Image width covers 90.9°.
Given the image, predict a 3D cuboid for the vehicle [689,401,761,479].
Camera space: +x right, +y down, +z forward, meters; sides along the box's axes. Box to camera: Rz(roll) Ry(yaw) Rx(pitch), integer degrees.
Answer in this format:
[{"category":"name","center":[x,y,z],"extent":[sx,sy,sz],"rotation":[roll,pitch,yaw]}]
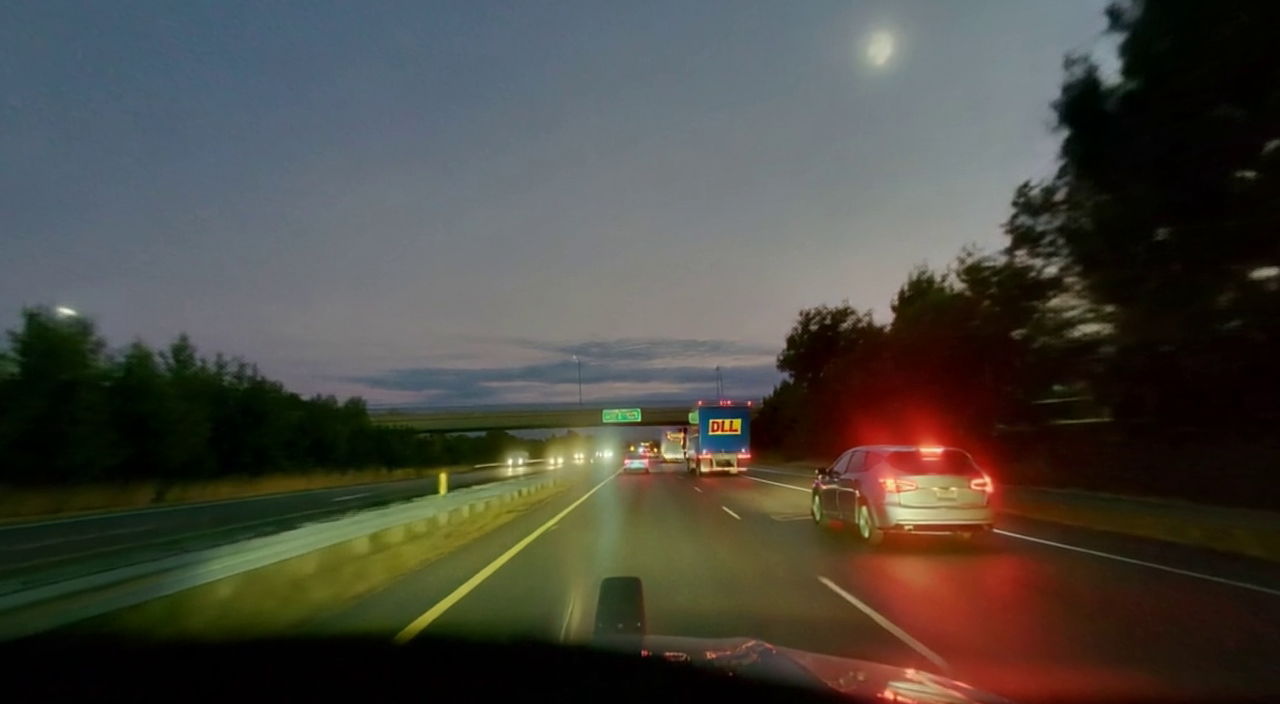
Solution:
[{"category":"vehicle","center":[4.669,5.151,36.535],"extent":[2.838,3.985,8.010],"rotation":[0,-9,-1]}]

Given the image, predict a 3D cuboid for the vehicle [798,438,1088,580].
[{"category":"vehicle","center":[3.715,1.977,8.756],"extent":[1.894,1.452,4.164],"rotation":[0,-9,-1]}]

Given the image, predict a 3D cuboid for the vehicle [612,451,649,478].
[{"category":"vehicle","center":[-0.530,6.519,36.606],"extent":[2.055,1.445,3.661],"rotation":[0,-9,0]}]
